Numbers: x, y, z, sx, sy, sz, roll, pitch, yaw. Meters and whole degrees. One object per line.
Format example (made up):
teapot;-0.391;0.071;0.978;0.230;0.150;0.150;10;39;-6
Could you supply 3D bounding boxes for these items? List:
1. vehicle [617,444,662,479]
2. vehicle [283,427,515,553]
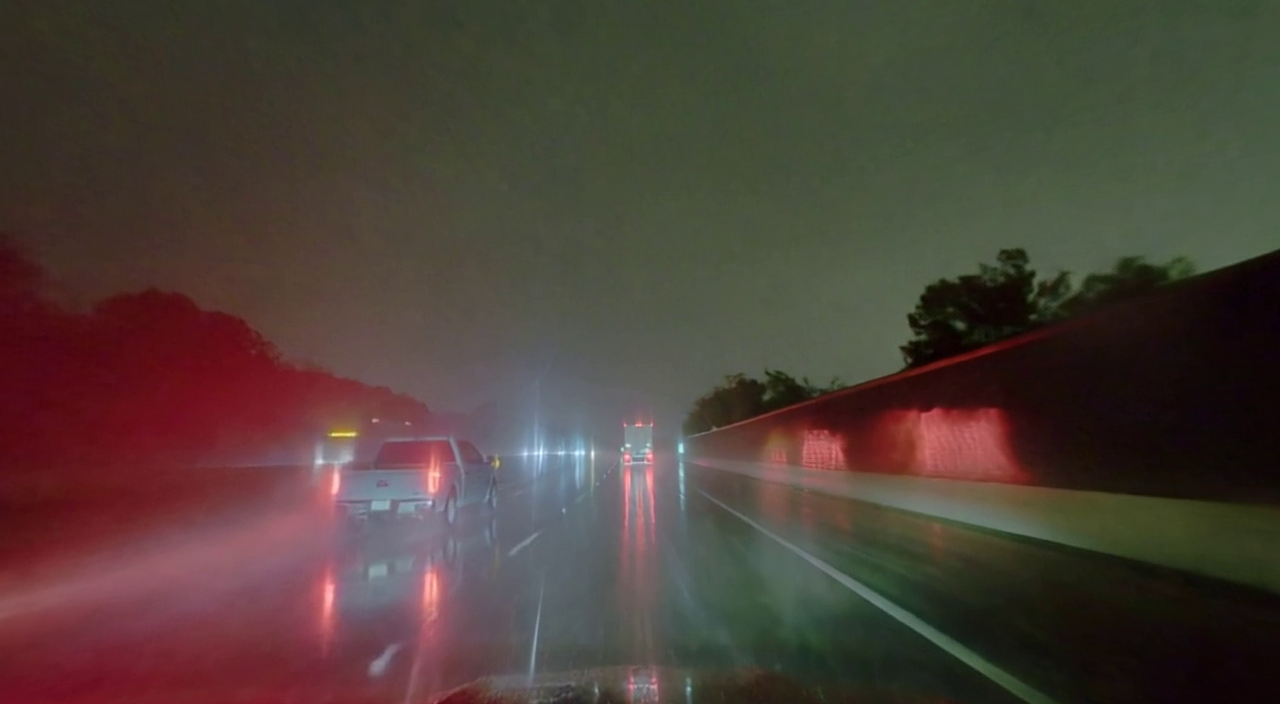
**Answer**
vehicle;-0.035;5.795;33.339;2.230;1.715;4.243;0;-9;-1
vehicle;-3.717;2.234;10.850;2.181;1.653;4.691;0;-9;0
